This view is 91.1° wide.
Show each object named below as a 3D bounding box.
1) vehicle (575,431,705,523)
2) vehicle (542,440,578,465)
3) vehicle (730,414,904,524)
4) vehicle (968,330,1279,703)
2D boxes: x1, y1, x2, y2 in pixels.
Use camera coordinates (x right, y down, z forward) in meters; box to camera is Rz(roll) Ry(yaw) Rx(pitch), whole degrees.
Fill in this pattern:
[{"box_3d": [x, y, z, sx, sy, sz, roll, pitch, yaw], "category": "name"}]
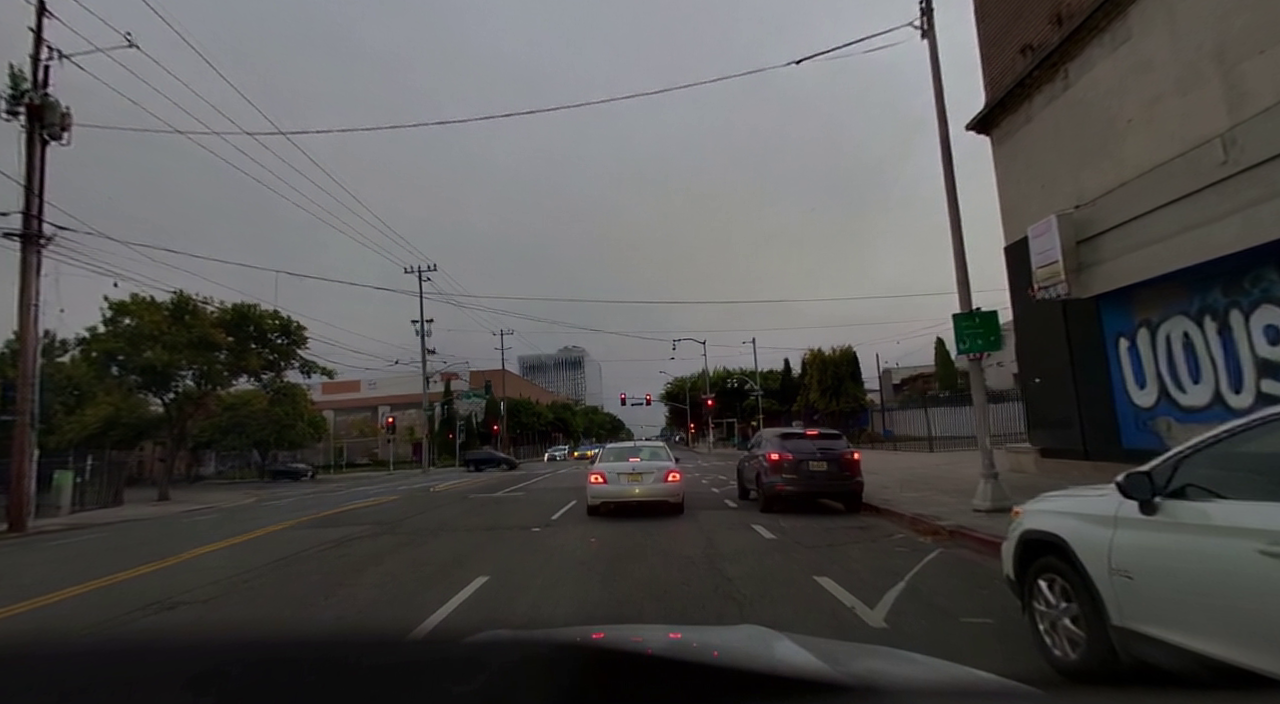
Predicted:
[{"box_3d": [0.034, 2.428, 12.771, 2.153, 1.505, 4.452, 0, -8, 1], "category": "vehicle"}, {"box_3d": [-5.750, 7.305, 45.664, 2.059, 1.699, 4.252, 0, -8, 1], "category": "vehicle"}, {"box_3d": [3.246, 2.268, 12.669, 2.060, 1.783, 4.579, 0, -8, -1], "category": "vehicle"}, {"box_3d": [3.273, 0.766, 2.151, 1.938, 1.714, 4.402, 0, -8, 1], "category": "vehicle"}]
